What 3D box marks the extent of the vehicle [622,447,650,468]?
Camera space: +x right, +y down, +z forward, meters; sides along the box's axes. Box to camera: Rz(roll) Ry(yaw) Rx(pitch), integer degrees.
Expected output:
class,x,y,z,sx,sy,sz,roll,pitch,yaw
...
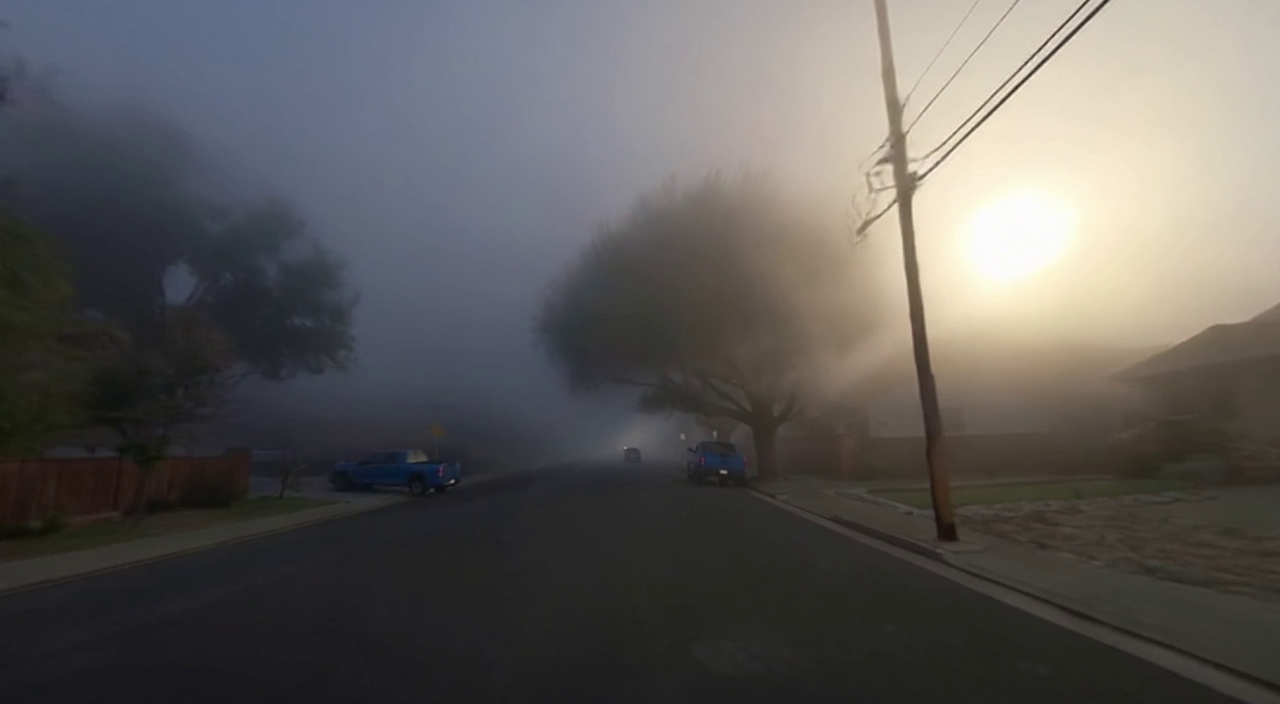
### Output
class,x,y,z,sx,sy,sz,roll,pitch,yaw
vehicle,-0.257,7.998,48.070,2.064,1.477,3.968,0,-9,0

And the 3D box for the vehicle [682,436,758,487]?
class,x,y,z,sx,sy,sz,roll,pitch,yaw
vehicle,3.205,4.570,26.734,2.394,1.901,5.759,0,-9,-1

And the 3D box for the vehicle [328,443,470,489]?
class,x,y,z,sx,sy,sz,roll,pitch,yaw
vehicle,-9.766,4.642,25.867,4.947,1.769,2.023,0,-9,2
